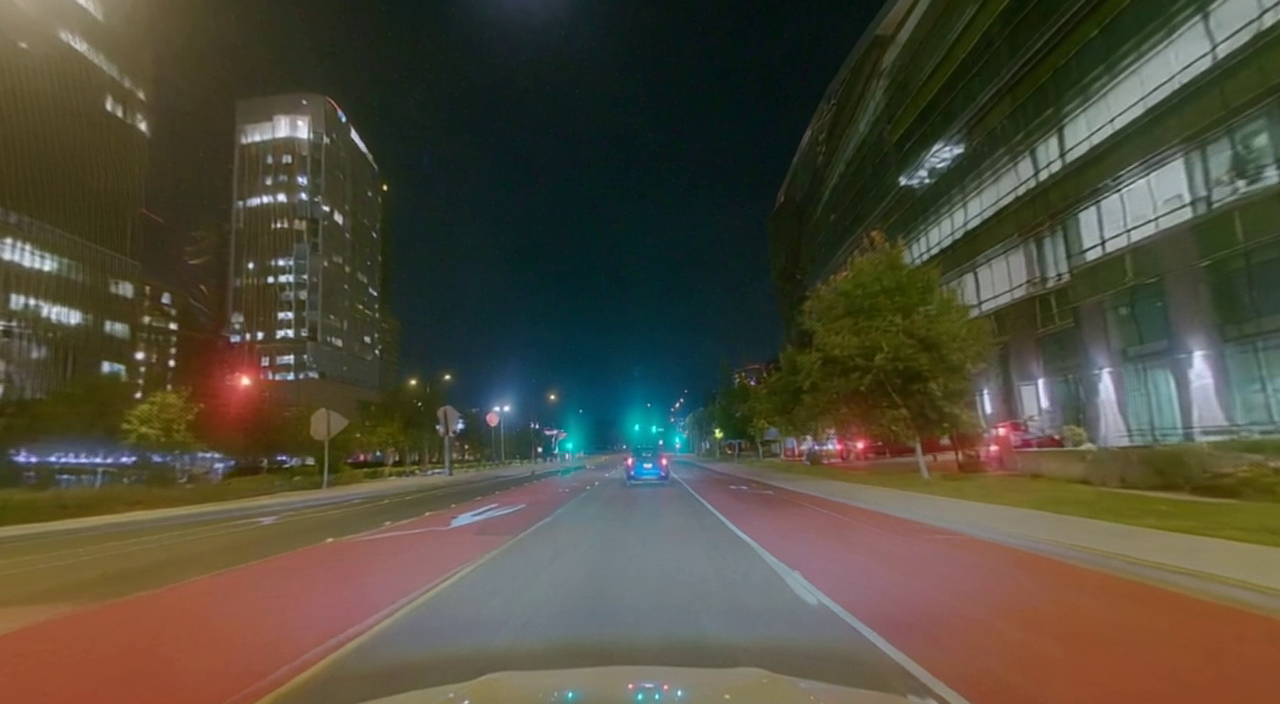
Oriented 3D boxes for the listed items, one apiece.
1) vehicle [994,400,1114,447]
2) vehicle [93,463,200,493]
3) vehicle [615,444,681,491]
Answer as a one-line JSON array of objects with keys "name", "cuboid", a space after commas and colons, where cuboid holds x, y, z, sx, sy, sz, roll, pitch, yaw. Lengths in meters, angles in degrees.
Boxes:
[{"name": "vehicle", "cuboid": [15.340, 2.750, 23.632, 1.979, 1.460, 3.848, -2, -10, 3]}, {"name": "vehicle", "cuboid": [-30.421, 7.740, 38.938, 4.962, 1.561, 1.997, 7, -11, -39]}, {"name": "vehicle", "cuboid": [0.251, 3.914, 21.653, 2.063, 1.442, 4.135, 0, -9, 0]}]
